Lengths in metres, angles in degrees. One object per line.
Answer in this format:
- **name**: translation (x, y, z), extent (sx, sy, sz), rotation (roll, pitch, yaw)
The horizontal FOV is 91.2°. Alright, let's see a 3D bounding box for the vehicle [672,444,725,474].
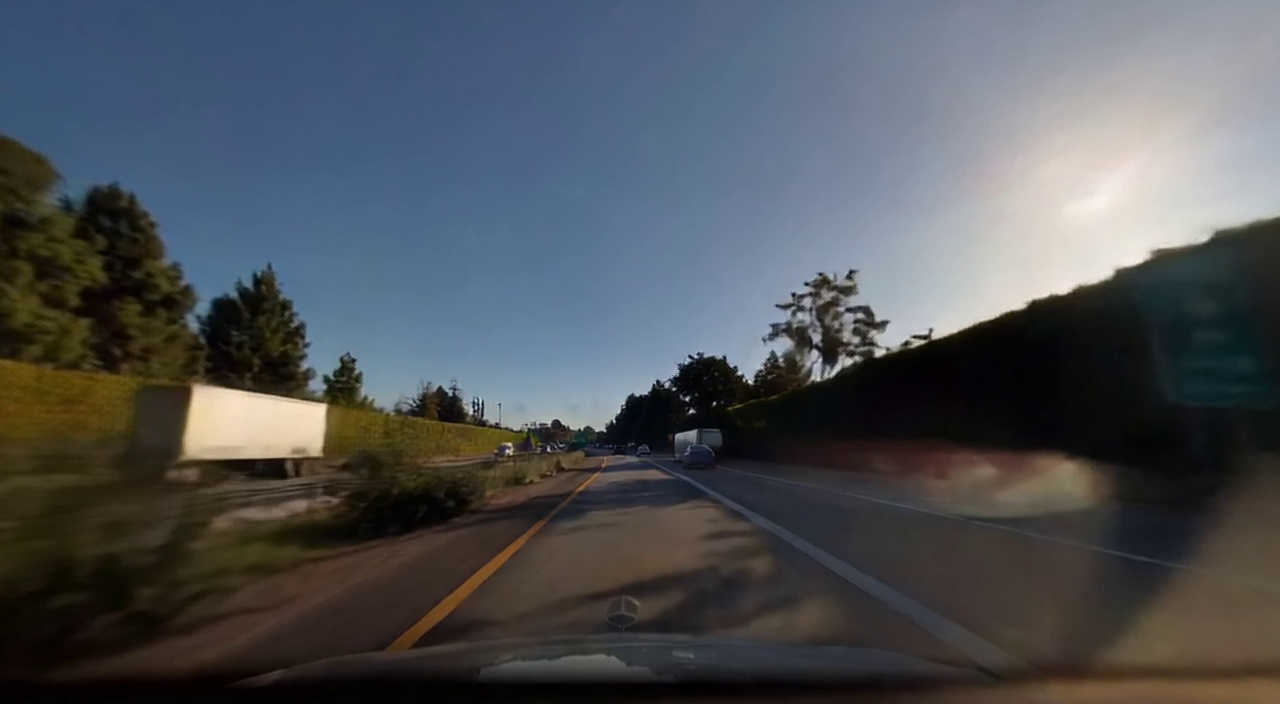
- **vehicle**: translation (3.083, 5.747, 33.938), extent (2.244, 1.498, 4.338), rotation (0, -9, -3)
